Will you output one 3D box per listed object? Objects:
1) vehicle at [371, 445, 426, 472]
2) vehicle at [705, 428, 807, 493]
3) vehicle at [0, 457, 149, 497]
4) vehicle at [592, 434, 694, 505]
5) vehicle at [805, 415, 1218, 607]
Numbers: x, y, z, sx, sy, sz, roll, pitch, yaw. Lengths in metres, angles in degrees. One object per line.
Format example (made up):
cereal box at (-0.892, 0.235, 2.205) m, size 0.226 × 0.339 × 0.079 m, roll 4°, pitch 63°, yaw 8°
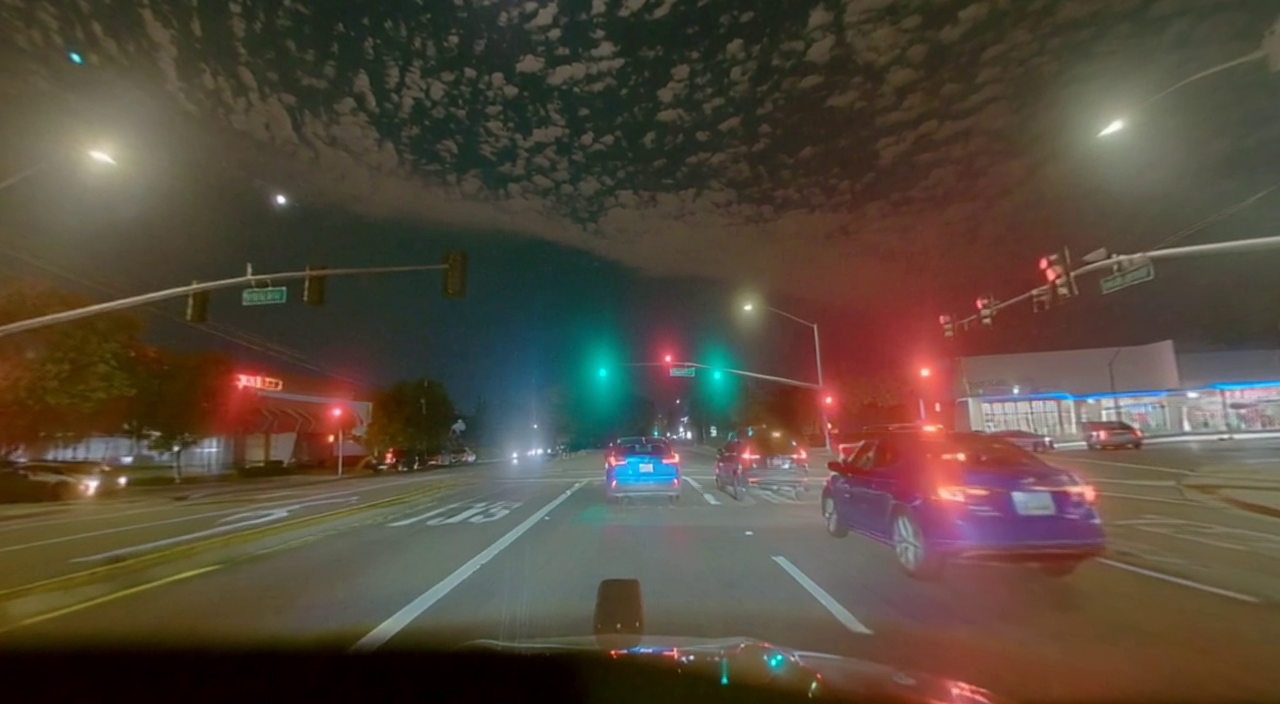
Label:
vehicle at (-18.806, 8.306, 49.573) m, size 2.324 × 1.911 × 5.610 m, roll 0°, pitch -8°, yaw -3°
vehicle at (3.191, 3.103, 18.421) m, size 1.973 × 1.633 × 4.717 m, roll 0°, pitch -8°, yaw -1°
vehicle at (-26.212, 5.786, 29.418) m, size 4.780 × 1.669 × 2.232 m, roll 0°, pitch -8°, yaw -2°
vehicle at (0.009, 2.767, 15.339) m, size 2.135 × 1.468 × 4.076 m, roll 0°, pitch -8°, yaw -1°
vehicle at (3.513, 1.584, 7.299) m, size 1.889 × 1.473 × 4.643 m, roll 0°, pitch -8°, yaw -1°
